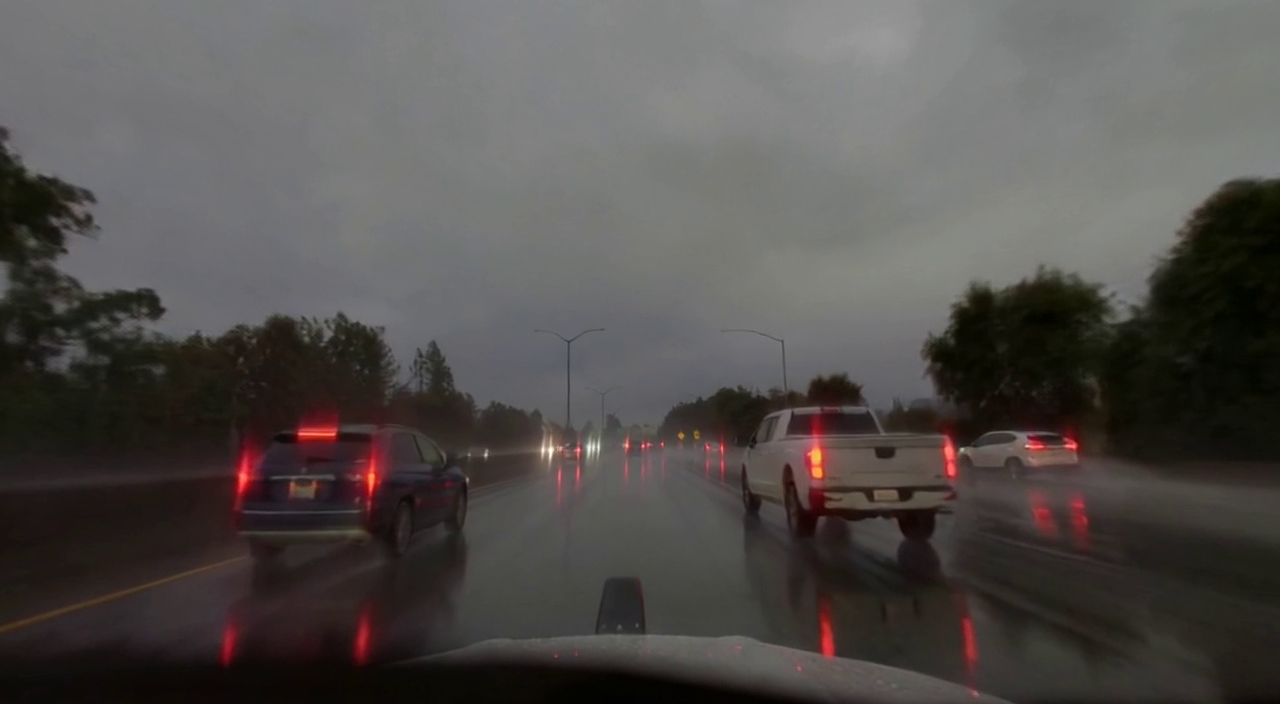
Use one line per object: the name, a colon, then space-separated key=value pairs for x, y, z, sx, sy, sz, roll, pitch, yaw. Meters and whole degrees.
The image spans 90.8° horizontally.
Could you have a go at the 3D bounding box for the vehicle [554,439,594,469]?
vehicle: x=-3.913 y=6.113 z=38.026 sx=1.992 sy=1.651 sz=4.185 roll=0 pitch=-8 yaw=0

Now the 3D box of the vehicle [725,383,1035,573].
vehicle: x=2.755 y=1.659 z=9.138 sx=2.200 sy=1.870 sz=5.649 roll=0 pitch=-8 yaw=-1

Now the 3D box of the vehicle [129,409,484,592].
vehicle: x=-3.592 y=1.679 z=8.016 sx=2.119 sy=1.654 sz=4.353 roll=0 pitch=-8 yaw=0

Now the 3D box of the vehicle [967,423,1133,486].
vehicle: x=13.151 y=3.332 z=20.751 sx=2.076 sy=1.799 sz=4.871 roll=0 pitch=-8 yaw=-1

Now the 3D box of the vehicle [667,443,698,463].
vehicle: x=3.267 y=7.773 z=48.941 sx=2.007 sy=1.469 sz=4.337 roll=0 pitch=-8 yaw=-1
